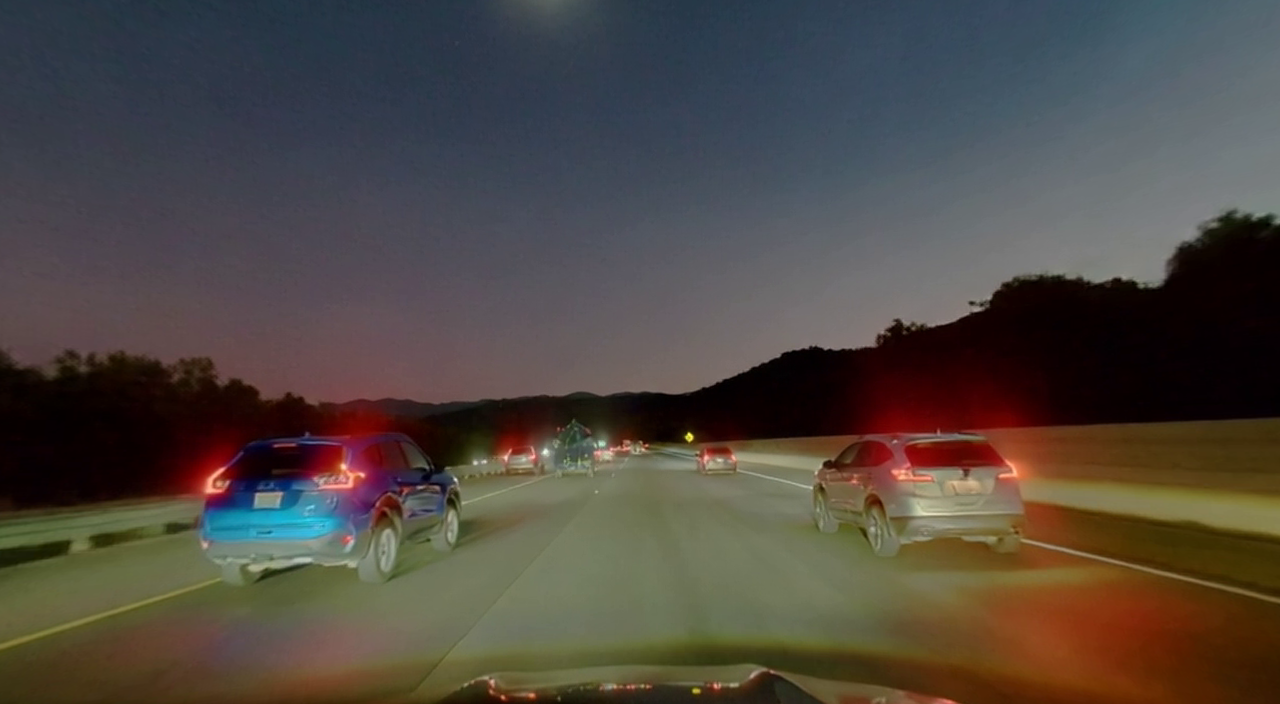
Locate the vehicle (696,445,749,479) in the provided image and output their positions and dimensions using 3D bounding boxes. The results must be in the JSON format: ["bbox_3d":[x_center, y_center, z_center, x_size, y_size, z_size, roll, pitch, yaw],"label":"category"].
[{"bbox_3d":[4.139,5.605,32.422,2.071,1.570,4.637,0,-8,-1],"label":"vehicle"}]

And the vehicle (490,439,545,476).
[{"bbox_3d":[-6.958,6.033,36.342,2.149,1.922,4.976,0,-8,0],"label":"vehicle"}]

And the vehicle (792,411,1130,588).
[{"bbox_3d":[3.681,1.772,8.475,2.066,1.696,4.604,0,-8,-1],"label":"vehicle"}]

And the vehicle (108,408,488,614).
[{"bbox_3d":[-3.401,1.655,7.476,2.080,1.716,4.207,0,-8,1],"label":"vehicle"}]

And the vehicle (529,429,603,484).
[{"bbox_3d":[-3.048,4.477,27.256,2.494,2.136,5.539,0,-8,0],"label":"vehicle"}]
